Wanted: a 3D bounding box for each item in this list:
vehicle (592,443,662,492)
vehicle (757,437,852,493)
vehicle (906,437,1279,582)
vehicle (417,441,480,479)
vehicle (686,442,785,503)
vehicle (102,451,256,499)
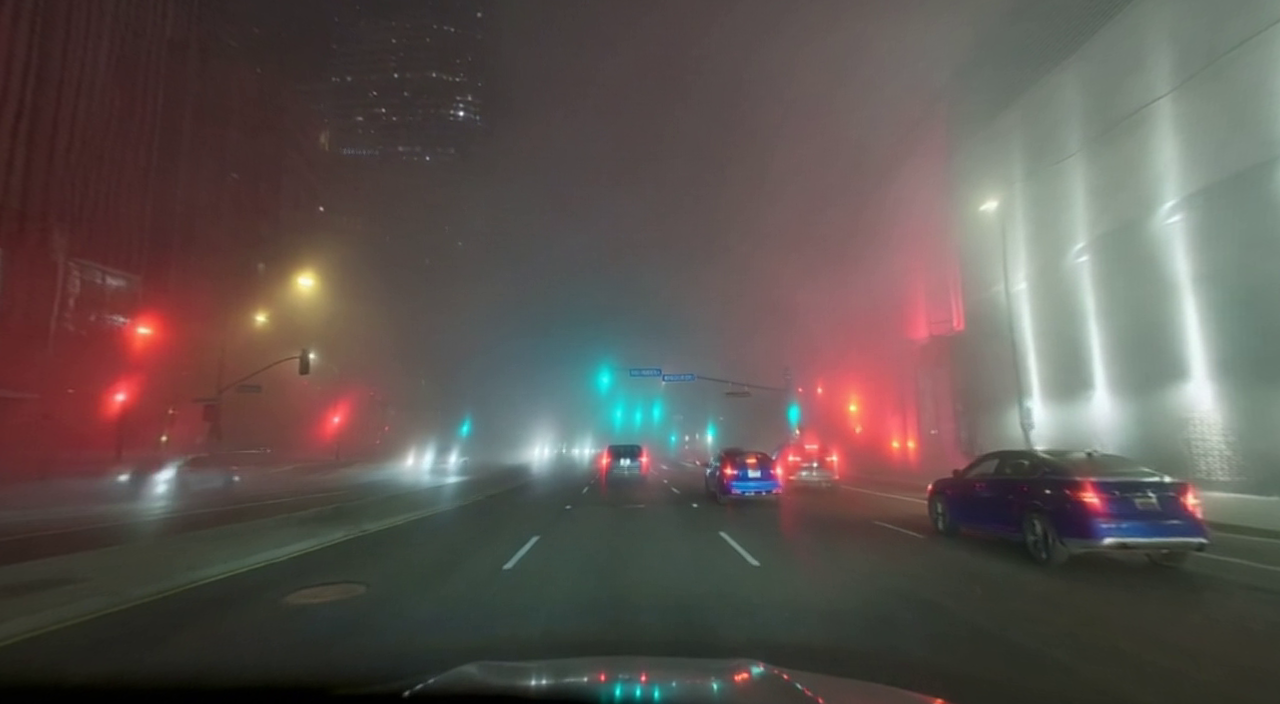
[{"bbox_3d":[-0.441,3.806,21.163,2.096,1.457,4.160,0,-9,-2],"label":"vehicle"},{"bbox_3d":[5.679,3.953,22.428,2.015,1.745,4.444,0,-9,-2],"label":"vehicle"},{"bbox_3d":[5.798,1.988,8.949,1.914,1.484,4.639,0,-9,-2],"label":"vehicle"},{"bbox_3d":[-9.680,5.462,32.269,1.827,1.787,4.474,0,-9,-1],"label":"vehicle"},{"bbox_3d":[2.526,3.313,17.873,1.987,1.484,4.427,0,-9,-2],"label":"vehicle"},{"bbox_3d":[-15.958,4.243,22.266,2.017,1.460,4.556,0,-9,-1],"label":"vehicle"}]
